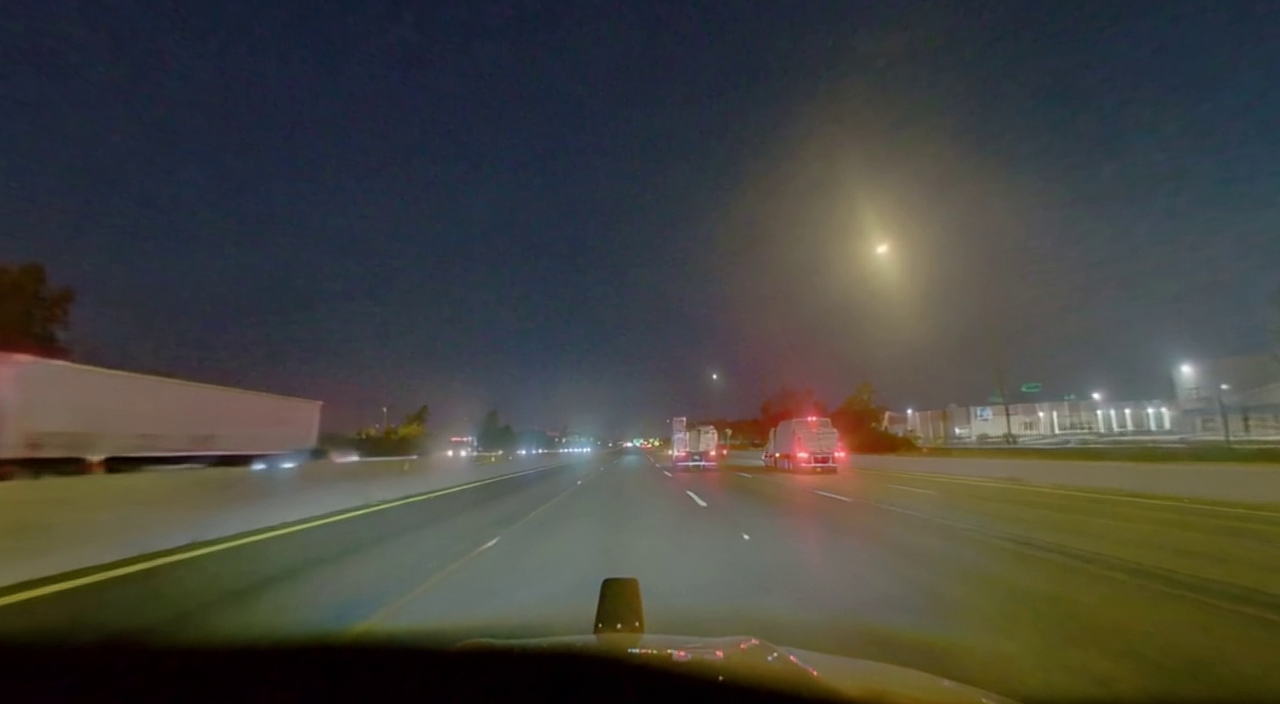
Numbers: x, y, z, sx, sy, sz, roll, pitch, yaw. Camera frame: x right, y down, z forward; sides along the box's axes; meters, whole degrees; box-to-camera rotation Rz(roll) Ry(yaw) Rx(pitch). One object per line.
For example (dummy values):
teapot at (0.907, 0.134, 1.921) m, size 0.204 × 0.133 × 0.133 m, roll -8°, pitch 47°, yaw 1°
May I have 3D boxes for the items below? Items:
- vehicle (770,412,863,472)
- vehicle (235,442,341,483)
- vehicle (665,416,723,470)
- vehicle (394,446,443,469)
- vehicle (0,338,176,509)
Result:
vehicle at (10.676, 5.649, 39.521) m, size 2.912 × 3.293 × 9.588 m, roll 0°, pitch -9°, yaw -1°
vehicle at (-13.586, 4.267, 24.668) m, size 1.922 × 1.434 × 3.799 m, roll 0°, pitch -9°, yaw 0°
vehicle at (3.281, 5.824, 40.231) m, size 2.742 × 3.054 × 7.537 m, roll 0°, pitch -9°, yaw -2°
vehicle at (-14.181, 6.736, 40.594) m, size 1.881 × 1.385 × 3.476 m, roll 0°, pitch -9°, yaw 0°
vehicle at (-17.514, 1.943, 16.766) m, size 3.294 × 4.178 × 9.302 m, roll 0°, pitch -9°, yaw -1°
